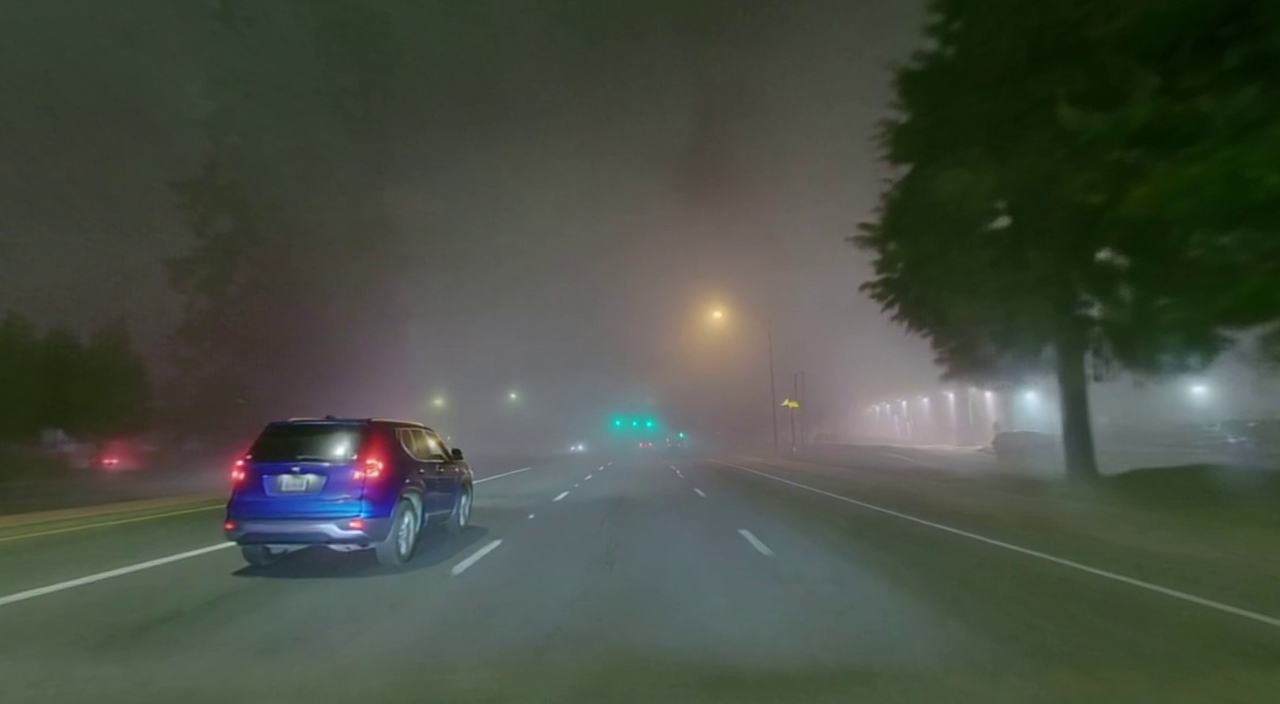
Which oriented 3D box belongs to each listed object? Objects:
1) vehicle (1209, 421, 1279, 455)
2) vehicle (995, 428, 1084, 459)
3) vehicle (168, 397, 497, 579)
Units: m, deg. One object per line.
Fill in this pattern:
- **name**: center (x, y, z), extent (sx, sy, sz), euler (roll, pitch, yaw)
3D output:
- **vehicle**: center (39.108, 5.240, 38.515), extent (2.117, 2.004, 5.795), euler (2, -9, -22)
- **vehicle**: center (23.267, 5.322, 36.762), extent (4.000, 1.458, 1.640), euler (-4, -6, 0)
- **vehicle**: center (-3.440, 1.619, 8.287), extent (2.033, 1.713, 4.503), euler (0, -8, 0)
